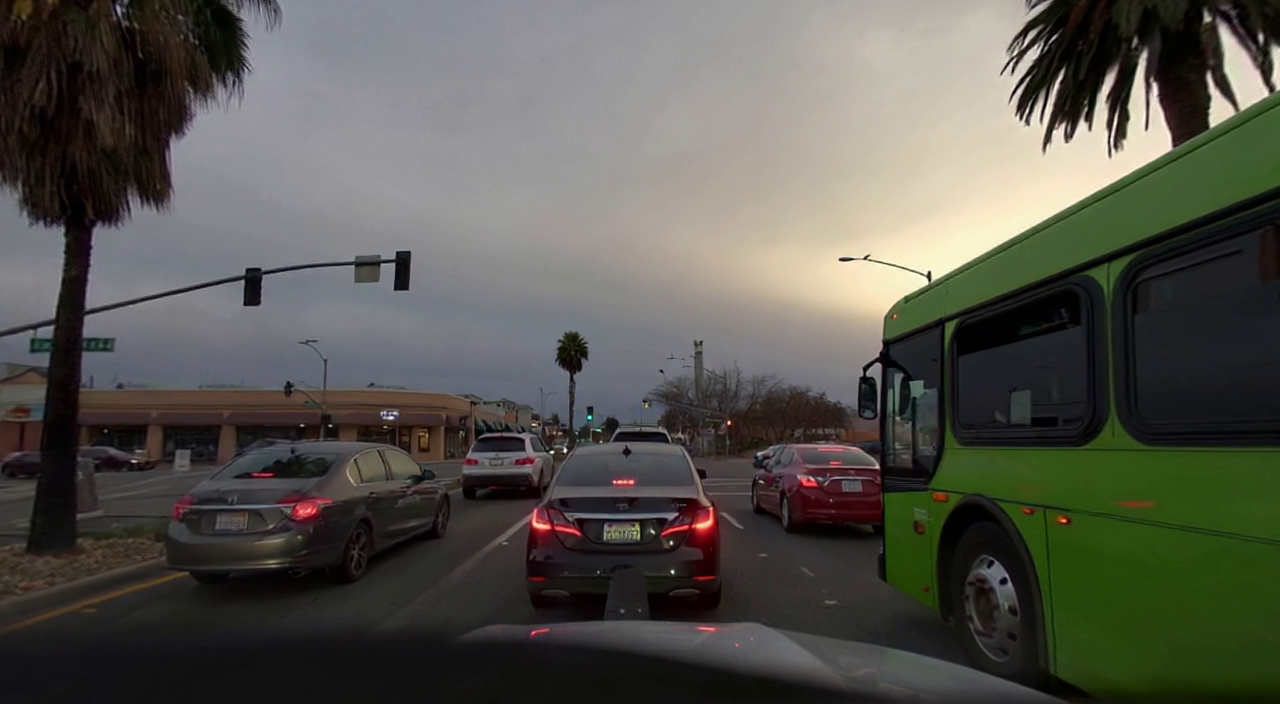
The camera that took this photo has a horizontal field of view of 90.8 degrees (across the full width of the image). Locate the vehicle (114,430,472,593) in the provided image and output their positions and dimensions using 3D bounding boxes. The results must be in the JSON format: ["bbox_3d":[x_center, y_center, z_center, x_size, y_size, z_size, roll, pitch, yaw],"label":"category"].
[{"bbox_3d":[-3.627,1.720,7.711,1.919,1.415,4.178,0,-9,1],"label":"vehicle"}]

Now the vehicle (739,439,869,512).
[{"bbox_3d":[3.718,2.872,15.181,1.989,1.467,4.364,0,-9,1],"label":"vehicle"}]

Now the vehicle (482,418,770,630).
[{"bbox_3d":[-0.110,1.521,6.510,2.060,1.499,3.831,0,-9,0],"label":"vehicle"}]

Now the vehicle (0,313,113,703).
[{"bbox_3d":[-3.562,0.467,0.334,2.145,1.824,4.974,0,-9,2],"label":"vehicle"}]
